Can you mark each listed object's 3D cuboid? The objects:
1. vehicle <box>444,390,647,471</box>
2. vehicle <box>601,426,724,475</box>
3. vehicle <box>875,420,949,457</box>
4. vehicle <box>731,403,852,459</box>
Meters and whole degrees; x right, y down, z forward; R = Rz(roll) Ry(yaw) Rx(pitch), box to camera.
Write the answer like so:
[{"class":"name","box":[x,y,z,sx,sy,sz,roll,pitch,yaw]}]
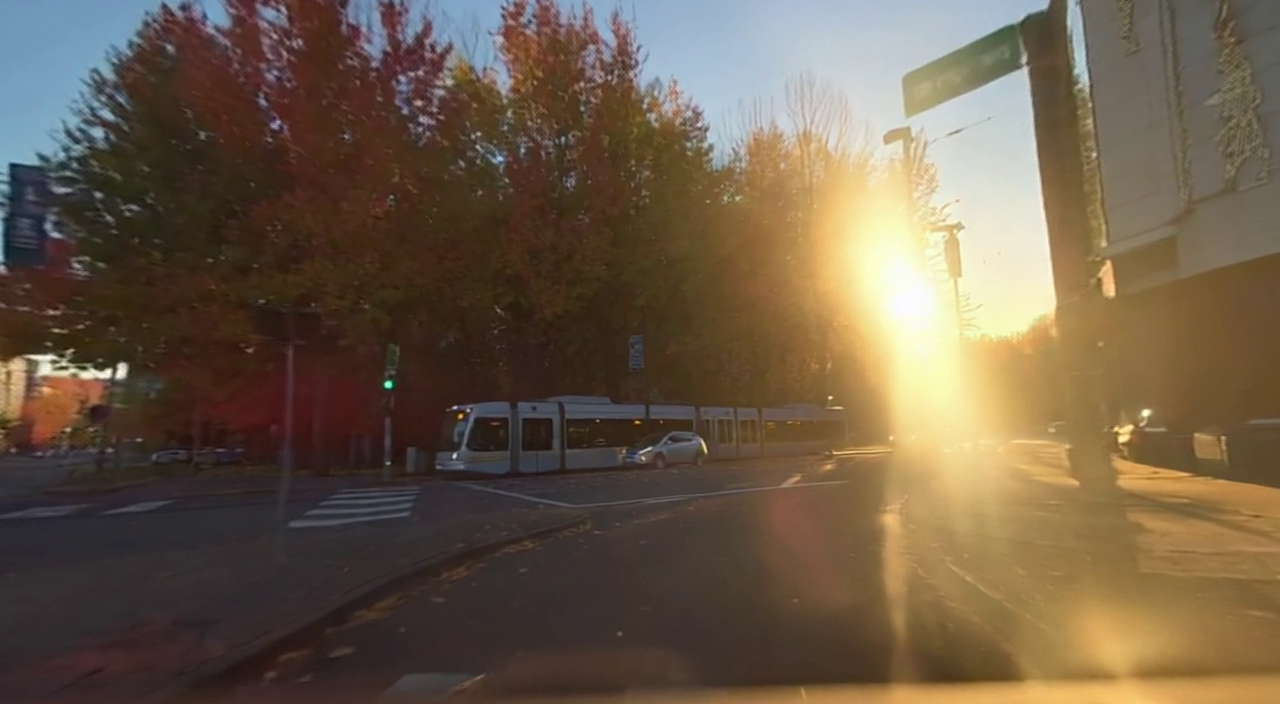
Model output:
[{"class":"vehicle","box":[-4.667,4.242,33.121,10.391,3.725,2.904,6,-11,-36]},{"class":"vehicle","box":[0.967,3.896,24.984,4.687,1.760,2.028,7,-11,-38]},{"class":"vehicle","box":[16.213,5.163,37.274,4.386,2.070,2.092,7,-11,-38]},{"class":"vehicle","box":[11.117,5.623,45.261,10.068,3.618,2.878,4,-10,-40]}]
